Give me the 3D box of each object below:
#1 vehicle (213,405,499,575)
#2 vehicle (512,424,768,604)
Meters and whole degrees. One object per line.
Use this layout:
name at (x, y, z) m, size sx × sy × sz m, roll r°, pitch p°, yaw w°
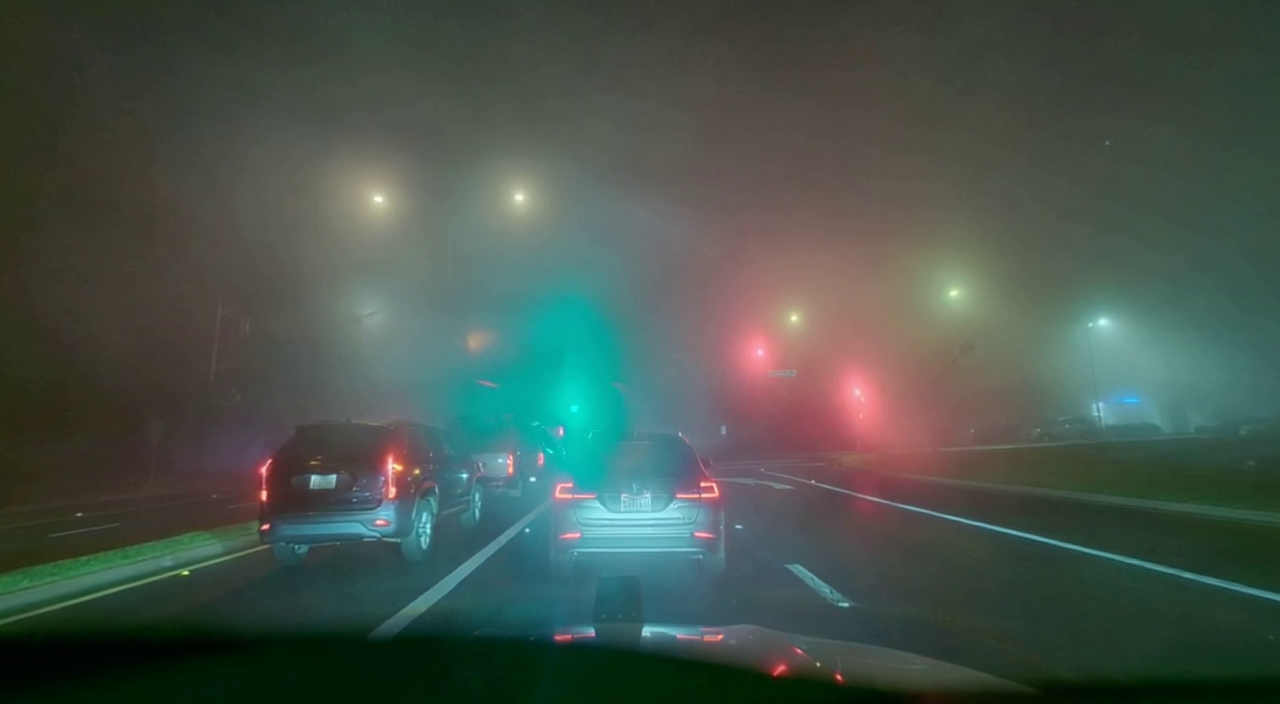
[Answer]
vehicle at (-3.428, 1.745, 8.749) m, size 2.046 × 1.751 × 4.208 m, roll 0°, pitch -8°, yaw -1°
vehicle at (-0.057, 1.644, 7.316) m, size 2.126 × 1.475 × 3.967 m, roll 0°, pitch -8°, yaw -2°
